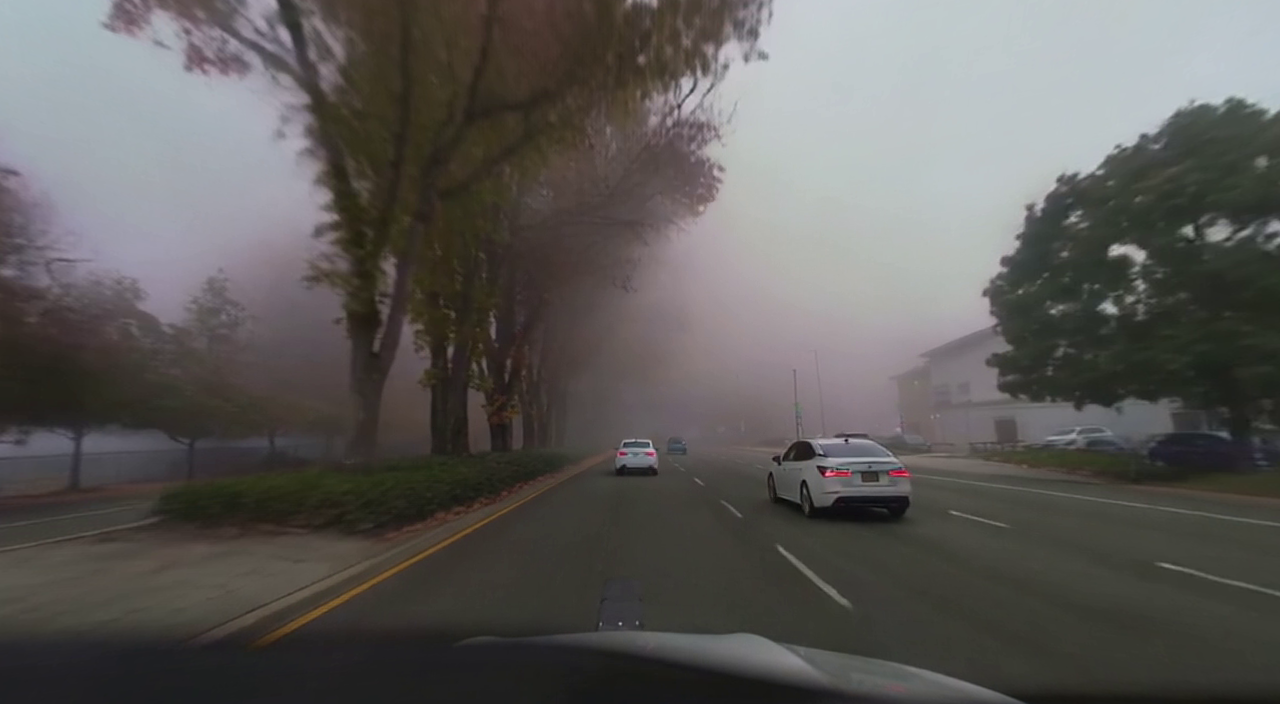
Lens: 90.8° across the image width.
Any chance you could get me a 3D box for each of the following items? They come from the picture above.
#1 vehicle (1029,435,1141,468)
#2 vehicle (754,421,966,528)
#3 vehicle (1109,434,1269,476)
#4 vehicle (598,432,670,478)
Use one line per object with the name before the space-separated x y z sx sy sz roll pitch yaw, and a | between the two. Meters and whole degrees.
vehicle | 21.032 4.717 30.142 1.890 1.455 4.592 0 -8 -2
vehicle | 3.469 2.028 11.037 2.094 1.480 4.323 0 -8 -1
vehicle | 20.989 3.960 24.495 1.890 1.445 4.805 0 -8 0
vehicle | -0.202 3.605 22.333 2.289 1.471 4.477 0 -8 0
